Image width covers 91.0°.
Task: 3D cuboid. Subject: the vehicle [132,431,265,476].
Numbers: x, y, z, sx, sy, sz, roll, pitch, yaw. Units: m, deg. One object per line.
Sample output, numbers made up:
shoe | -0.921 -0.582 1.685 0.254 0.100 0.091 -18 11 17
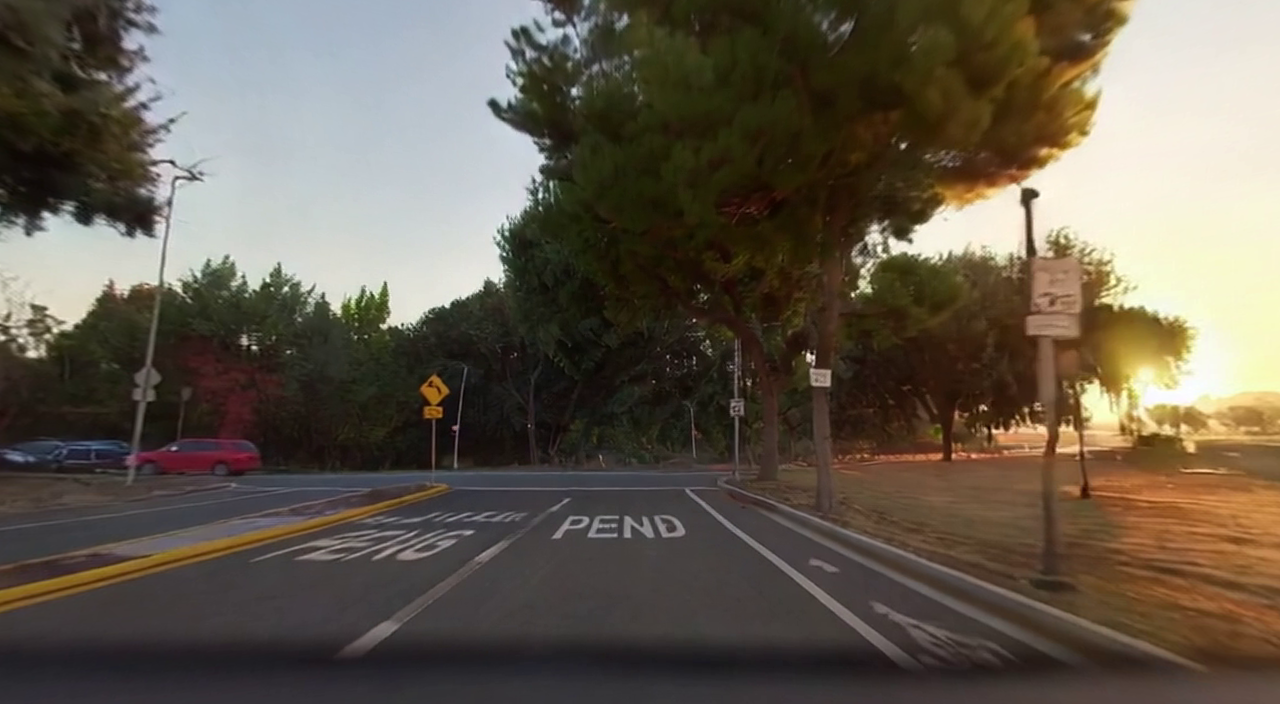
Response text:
vehicle | -20.562 4.741 29.517 4.529 1.976 2.002 1 -9 -8

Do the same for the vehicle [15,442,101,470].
vehicle | -33.473 5.960 36.304 1.601 1.494 3.449 -1 -9 1
